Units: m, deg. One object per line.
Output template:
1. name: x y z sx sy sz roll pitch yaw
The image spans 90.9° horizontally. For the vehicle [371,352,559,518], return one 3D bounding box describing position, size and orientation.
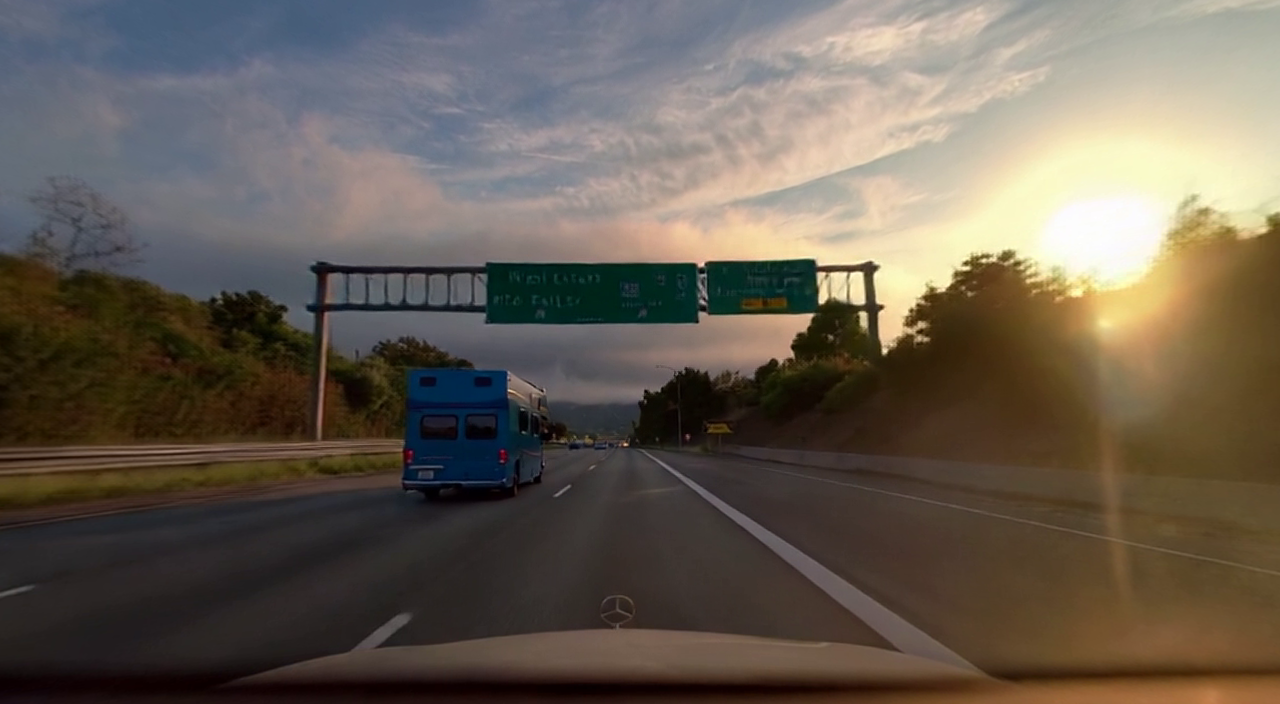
1. vehicle: -3.949 2.105 16.258 2.676 3.269 7.388 -1 -7 0
